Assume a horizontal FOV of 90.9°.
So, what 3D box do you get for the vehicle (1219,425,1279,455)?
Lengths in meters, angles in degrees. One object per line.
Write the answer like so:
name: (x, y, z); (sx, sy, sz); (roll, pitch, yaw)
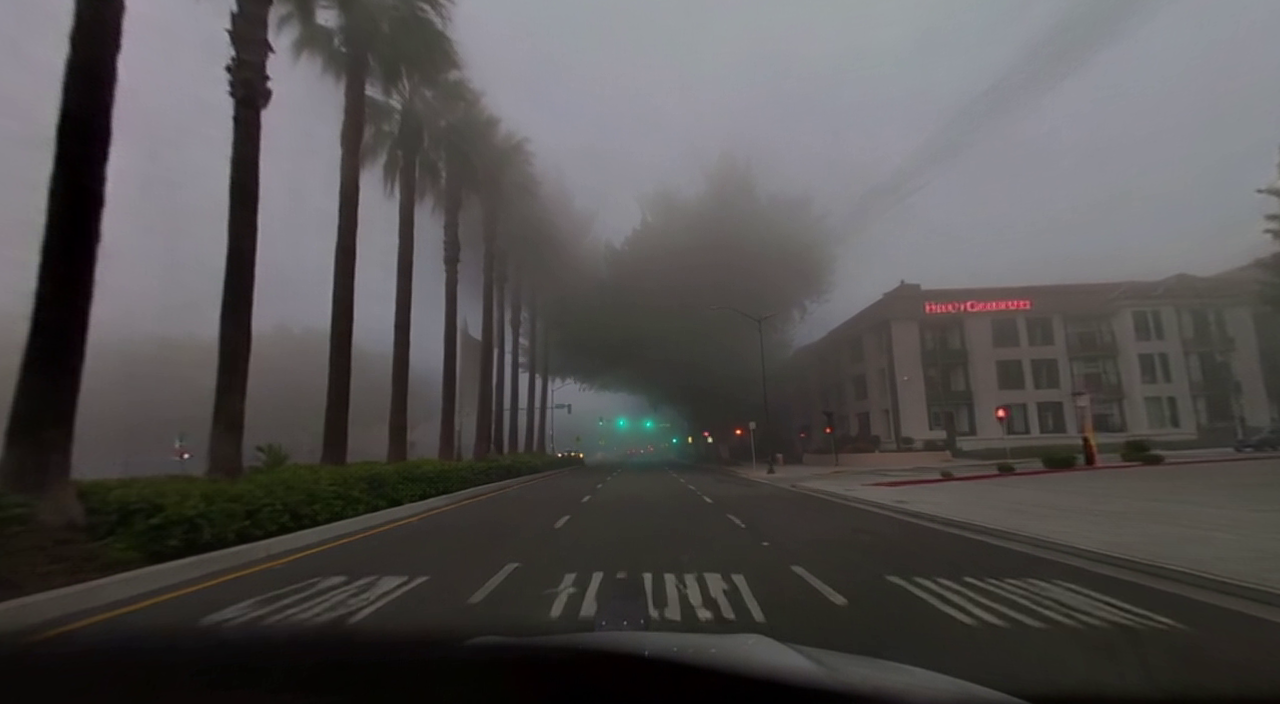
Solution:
vehicle: (34.396, 4.731, 33.899); (1.820, 1.571, 4.697); (0, -9, -3)
